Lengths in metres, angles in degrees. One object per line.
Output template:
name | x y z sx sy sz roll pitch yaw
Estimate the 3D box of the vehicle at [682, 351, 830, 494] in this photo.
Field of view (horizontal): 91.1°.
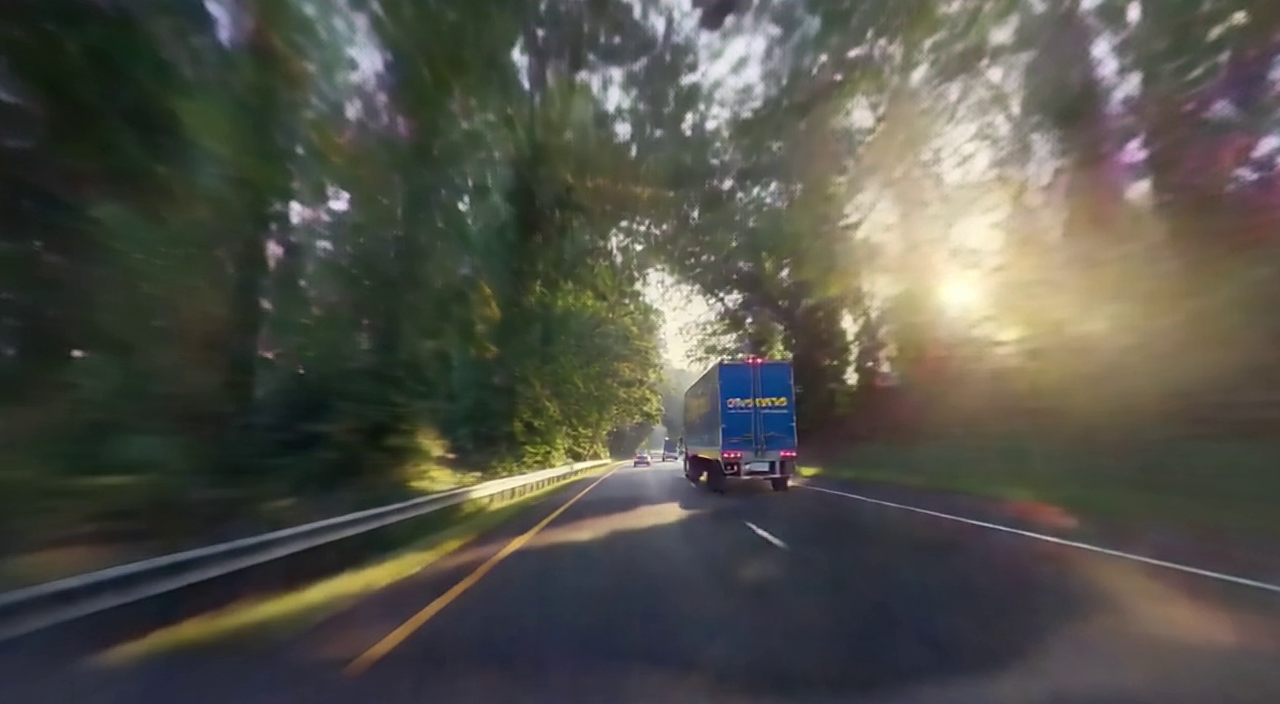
vehicle | 3.721 2.879 23.906 3.440 4.090 11.380 0 -9 0
